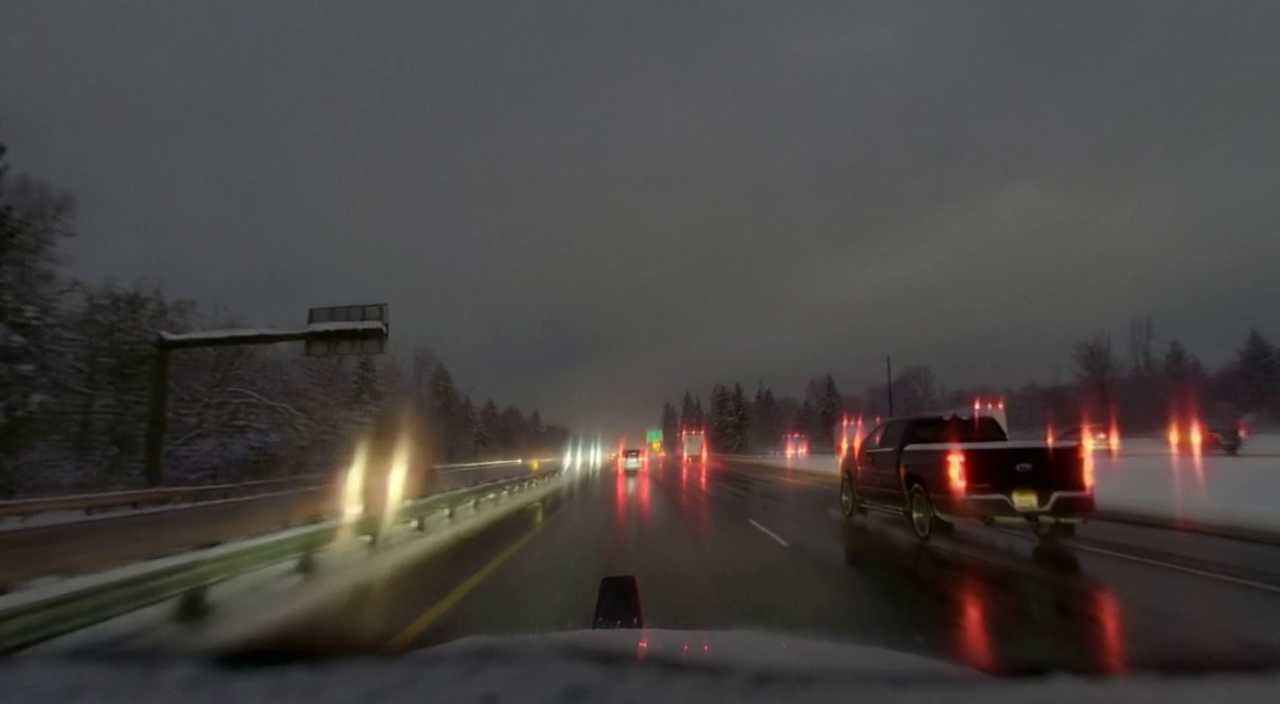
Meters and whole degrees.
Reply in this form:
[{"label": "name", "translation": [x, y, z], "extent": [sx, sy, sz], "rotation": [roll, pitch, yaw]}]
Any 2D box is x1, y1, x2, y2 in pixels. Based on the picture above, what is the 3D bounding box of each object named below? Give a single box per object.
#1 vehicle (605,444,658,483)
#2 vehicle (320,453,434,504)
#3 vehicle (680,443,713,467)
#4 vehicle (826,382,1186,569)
[{"label": "vehicle", "translation": [-0.325, 4.624, 26.174], "extent": [2.029, 1.483, 3.769], "rotation": [0, -9, 0]}, {"label": "vehicle", "translation": [-8.891, 4.294, 21.730], "extent": [1.912, 1.532, 4.610], "rotation": [-1, -9, 1]}, {"label": "vehicle", "translation": [4.043, 7.452, 45.367], "extent": [1.936, 1.589, 3.915], "rotation": [0, -9, 0]}, {"label": "vehicle", "translation": [4.588, 1.674, 9.090], "extent": [2.261, 1.952, 4.784], "rotation": [0, -9, 0]}]
